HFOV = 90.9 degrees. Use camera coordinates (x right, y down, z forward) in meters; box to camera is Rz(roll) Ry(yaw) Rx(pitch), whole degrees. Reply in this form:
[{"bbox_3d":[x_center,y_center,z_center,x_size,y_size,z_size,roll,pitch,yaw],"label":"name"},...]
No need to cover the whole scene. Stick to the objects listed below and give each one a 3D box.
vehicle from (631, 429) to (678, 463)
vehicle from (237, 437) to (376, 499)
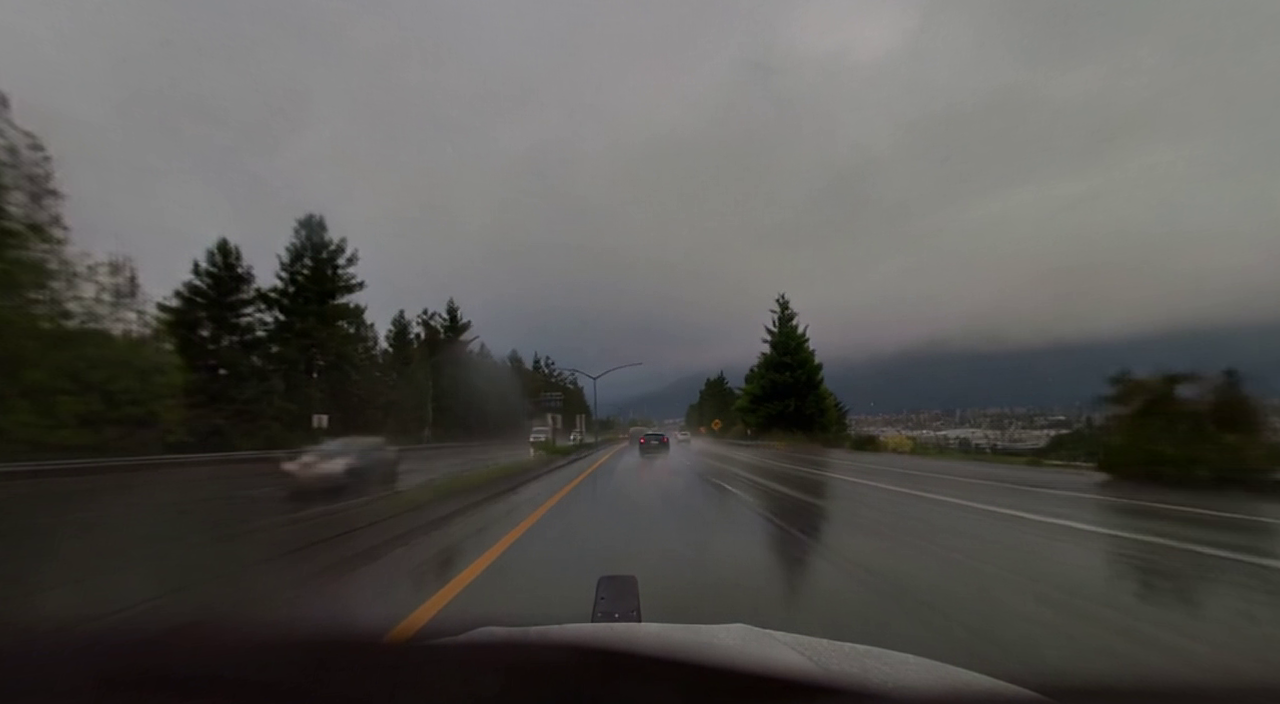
[{"bbox_3d":[0.598,4.433,29.842,2.046,1.526,3.903,0,-8,-1],"label":"vehicle"},{"bbox_3d":[-8.718,3.013,16.823,1.845,1.478,3.431,0,-8,-1],"label":"vehicle"}]
